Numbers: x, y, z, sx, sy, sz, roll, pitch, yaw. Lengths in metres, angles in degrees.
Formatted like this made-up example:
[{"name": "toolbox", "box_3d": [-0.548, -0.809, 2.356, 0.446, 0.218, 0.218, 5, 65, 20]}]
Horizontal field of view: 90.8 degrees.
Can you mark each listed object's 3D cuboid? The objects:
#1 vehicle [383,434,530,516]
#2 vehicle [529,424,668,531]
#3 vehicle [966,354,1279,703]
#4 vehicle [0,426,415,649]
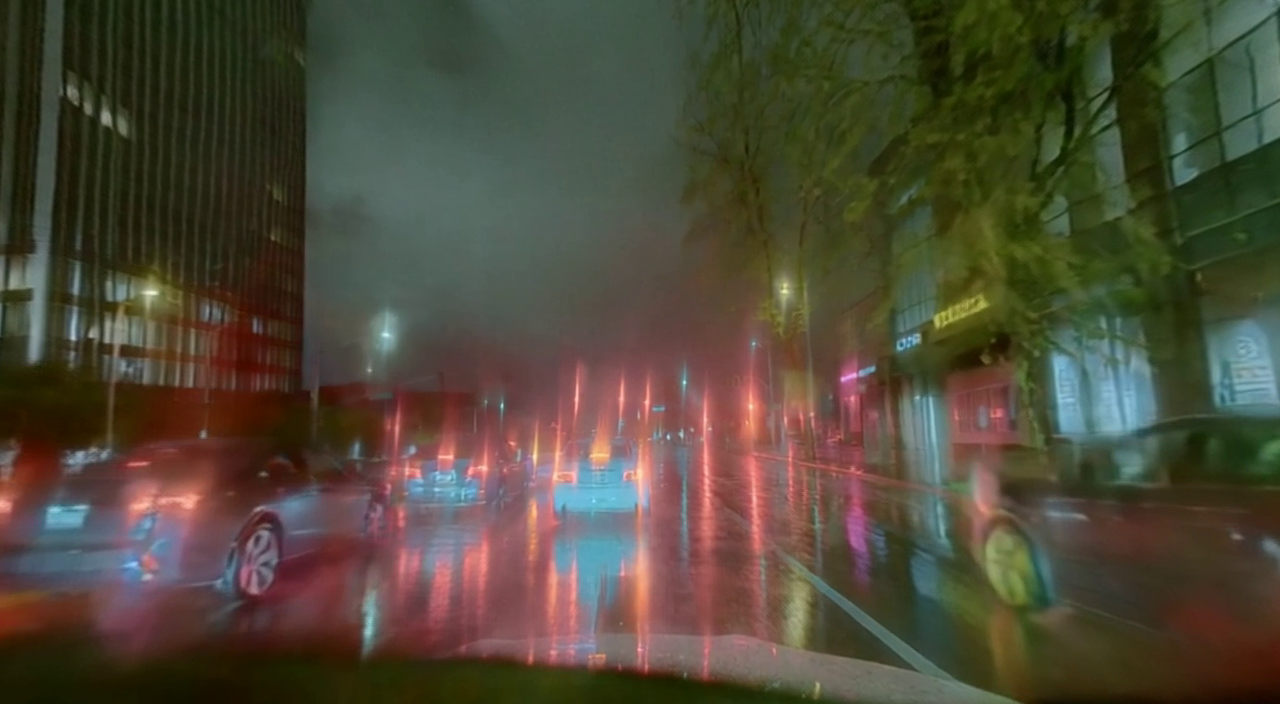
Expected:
[{"name": "vehicle", "box_3d": [-3.744, 2.576, 13.737, 1.950, 1.487, 4.130, 0, -9, 0]}, {"name": "vehicle", "box_3d": [-0.632, 2.142, 11.342, 2.042, 1.555, 3.912, 0, -9, -1]}, {"name": "vehicle", "box_3d": [3.752, 0.884, 2.977, 2.097, 1.651, 4.300, 0, -9, 0]}, {"name": "vehicle", "box_3d": [-4.138, 1.566, 6.483, 2.020, 1.457, 4.496, 0, -9, 0]}]
